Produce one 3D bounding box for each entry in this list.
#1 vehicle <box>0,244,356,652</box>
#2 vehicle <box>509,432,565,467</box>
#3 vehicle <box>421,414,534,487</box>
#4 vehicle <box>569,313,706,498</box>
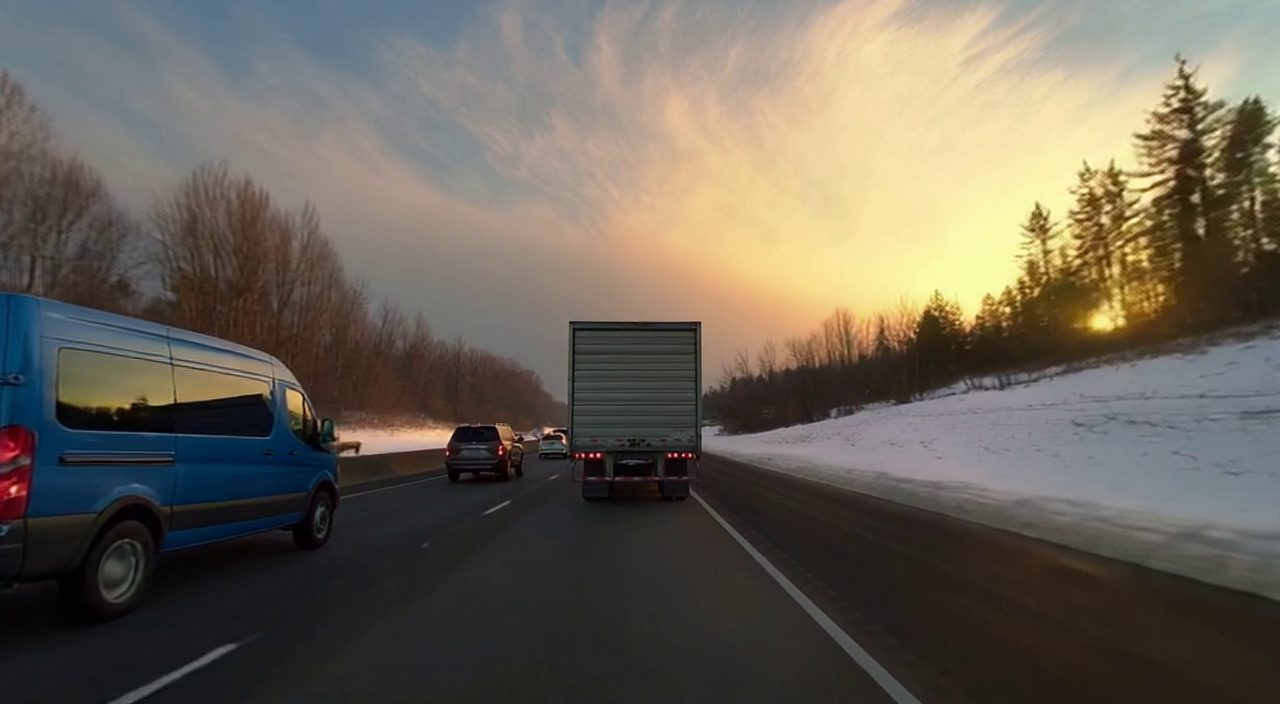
[{"bbox_3d":[-5.244,0.887,6.055,2.478,2.515,5.438,0,-8,-1],"label":"vehicle"},{"bbox_3d":[-4.851,4.653,30.196,1.931,1.539,4.441,0,-8,0],"label":"vehicle"},{"bbox_3d":[-4.851,3.008,19.603,2.168,1.985,4.952,0,-8,0],"label":"vehicle"},{"bbox_3d":[-0.203,1.812,18.827,2.953,4.041,10.072,0,-8,-2],"label":"vehicle"}]
